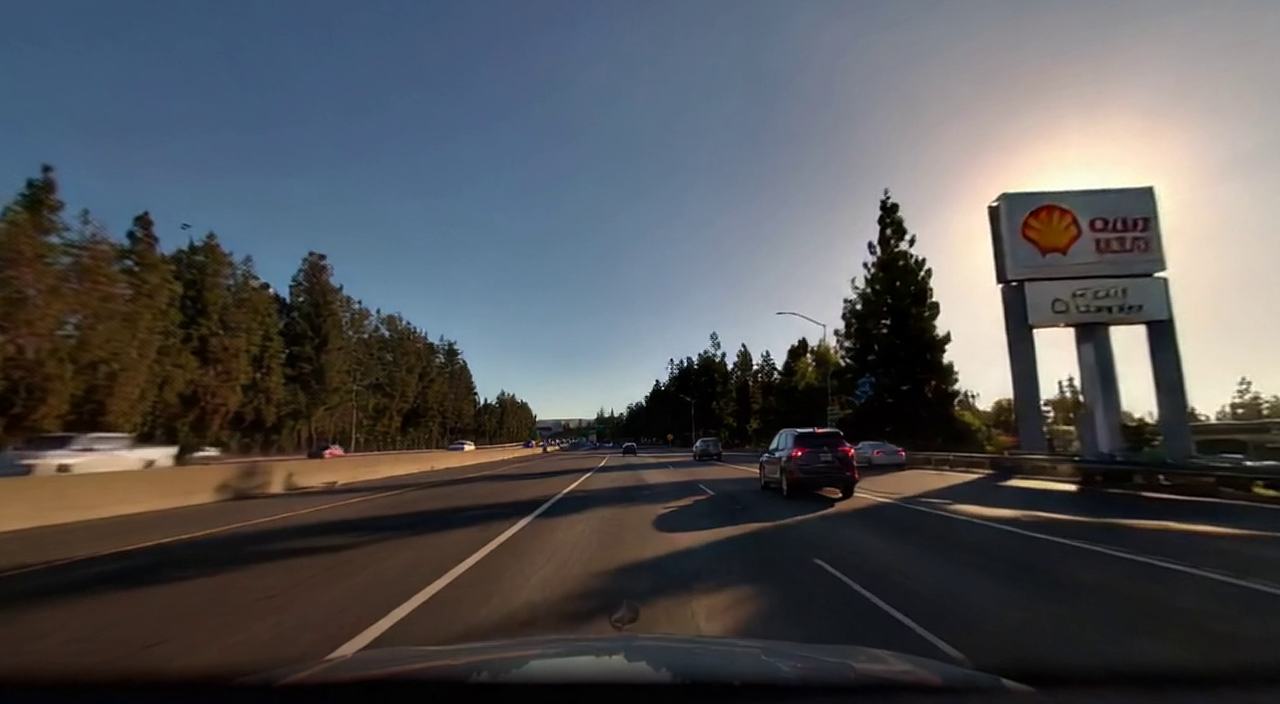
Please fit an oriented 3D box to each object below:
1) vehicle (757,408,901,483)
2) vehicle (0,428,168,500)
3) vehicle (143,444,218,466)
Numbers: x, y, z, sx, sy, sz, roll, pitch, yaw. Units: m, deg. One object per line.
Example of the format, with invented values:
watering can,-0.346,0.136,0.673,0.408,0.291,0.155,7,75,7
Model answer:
vehicle,6.639,3.511,23.689,2.779,2.339,8.073,0,-8,-1
vehicle,-16.694,3.118,18.015,2.114,1.742,5.510,0,-8,0
vehicle,-32.355,7.263,44.511,1.844,1.483,4.609,0,-8,-1
